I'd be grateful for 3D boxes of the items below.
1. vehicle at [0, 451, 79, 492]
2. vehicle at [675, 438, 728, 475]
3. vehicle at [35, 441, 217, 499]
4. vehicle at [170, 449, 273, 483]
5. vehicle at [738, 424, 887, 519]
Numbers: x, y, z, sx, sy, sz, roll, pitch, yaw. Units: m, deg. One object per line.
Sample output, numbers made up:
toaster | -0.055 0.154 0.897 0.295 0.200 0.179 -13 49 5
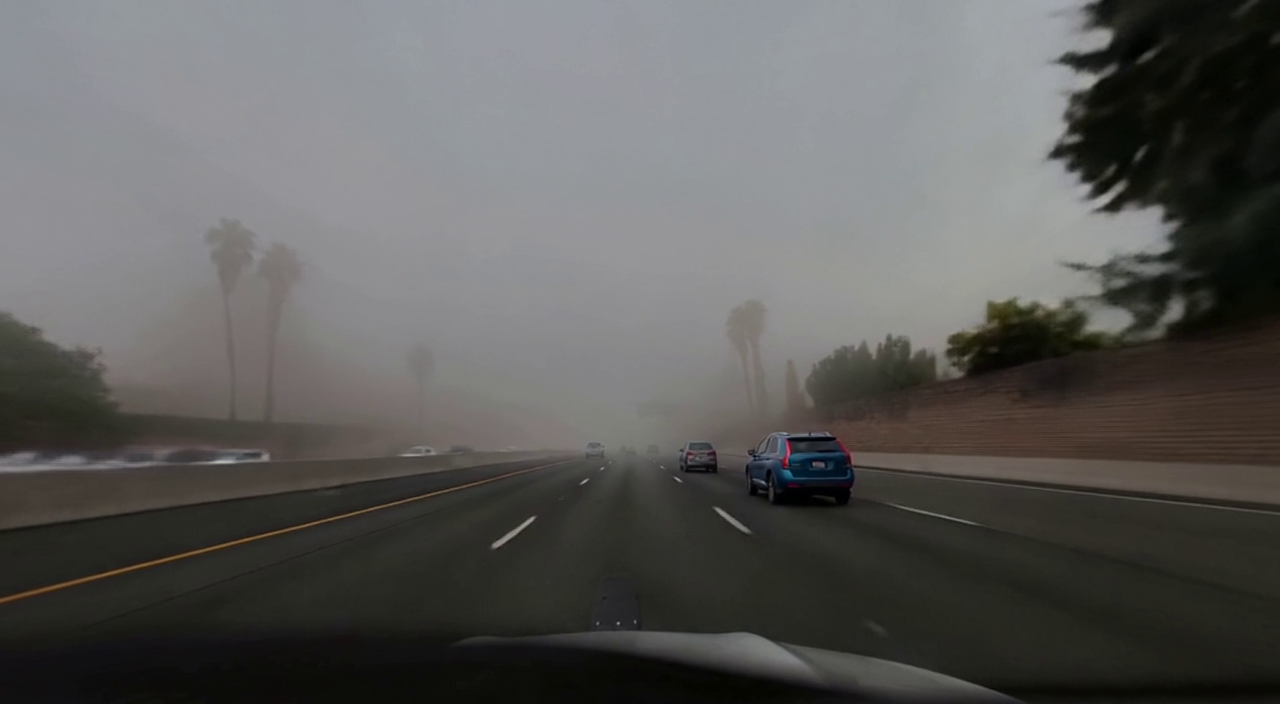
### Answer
vehicle | -26.951 5.052 26.931 1.964 1.646 4.477 0 -8 0
vehicle | 2.950 5.129 31.200 2.045 1.688 4.313 0 -9 -2
vehicle | -15.946 3.648 20.035 1.916 1.608 4.537 0 -9 0
vehicle | -20.310 5.544 30.995 1.808 1.487 4.729 0 -8 0
vehicle | 3.442 2.464 13.558 1.910 1.696 4.187 0 -8 -1
